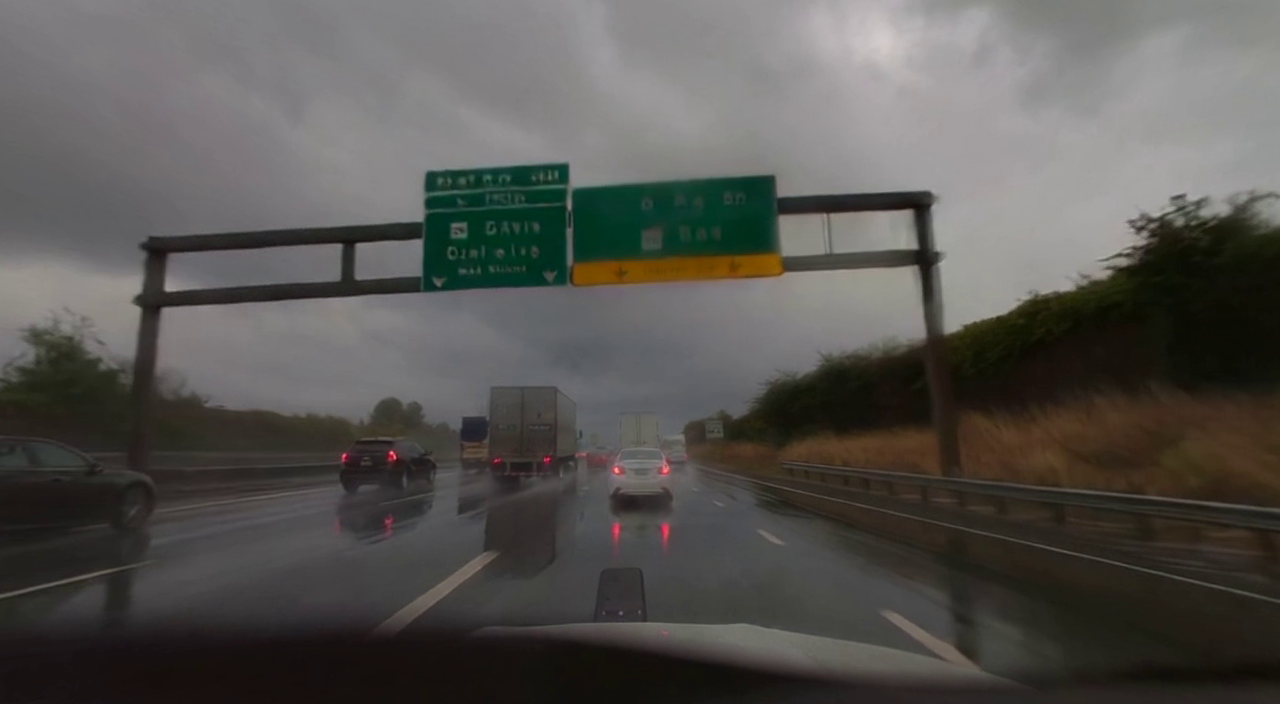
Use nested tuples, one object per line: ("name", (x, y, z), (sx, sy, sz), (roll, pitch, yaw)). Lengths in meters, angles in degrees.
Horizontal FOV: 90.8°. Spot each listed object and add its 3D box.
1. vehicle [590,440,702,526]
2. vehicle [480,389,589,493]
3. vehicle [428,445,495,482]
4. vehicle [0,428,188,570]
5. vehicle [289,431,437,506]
("vehicle", (0.087, 2.603, 12.994), (1.995, 1.495, 3.380), (0, -9, -1))
("vehicle", (-3.718, 3.435, 24.203), (2.812, 3.342, 7.248), (-1, -9, 1))
("vehicle", (-8.015, 5.031, 28.680), (1.880, 1.512, 3.758), (-1, -9, 1))
("vehicle", (-7.867, 1.658, 7.234), (1.879, 1.521, 4.623), (-1, -9, 1))
("vehicle", (-7.271, 3.106, 17.147), (1.952, 1.746, 4.332), (-1, -9, 1))
